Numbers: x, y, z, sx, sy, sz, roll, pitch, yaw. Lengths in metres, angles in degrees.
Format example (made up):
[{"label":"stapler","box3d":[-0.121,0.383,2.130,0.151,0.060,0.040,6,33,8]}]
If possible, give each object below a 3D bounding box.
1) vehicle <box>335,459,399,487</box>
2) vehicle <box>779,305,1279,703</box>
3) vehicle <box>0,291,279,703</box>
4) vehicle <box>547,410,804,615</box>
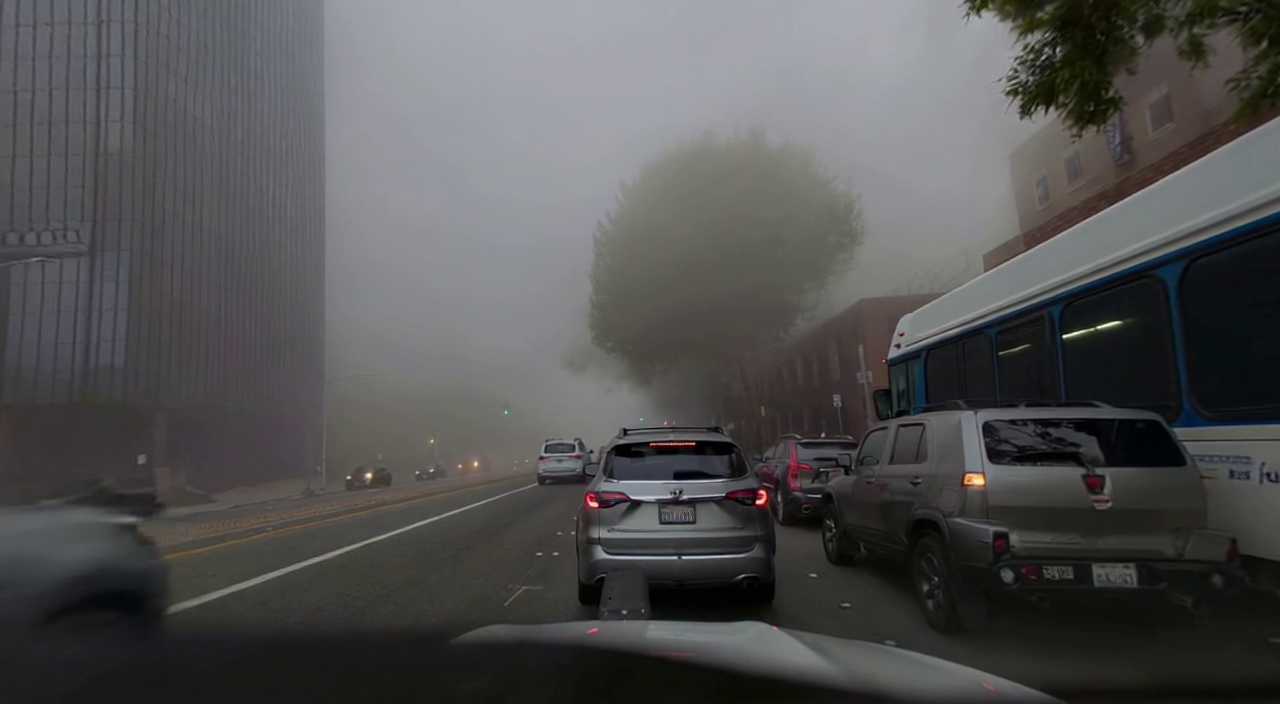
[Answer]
[{"label":"vehicle","box3d":[-19.150,8.480,44.495,2.274,1.708,4.863,0,-9,1]},{"label":"vehicle","box3d":[2.731,1.082,4.915,2.117,1.855,4.794,0,-9,-1]},{"label":"vehicle","box3d":[-3.231,0.533,0.652,2.375,1.847,5.606,0,-9,0]},{"label":"vehicle","box3d":[0.226,1.547,6.885,2.045,1.608,3.573,0,-9,-2]}]
